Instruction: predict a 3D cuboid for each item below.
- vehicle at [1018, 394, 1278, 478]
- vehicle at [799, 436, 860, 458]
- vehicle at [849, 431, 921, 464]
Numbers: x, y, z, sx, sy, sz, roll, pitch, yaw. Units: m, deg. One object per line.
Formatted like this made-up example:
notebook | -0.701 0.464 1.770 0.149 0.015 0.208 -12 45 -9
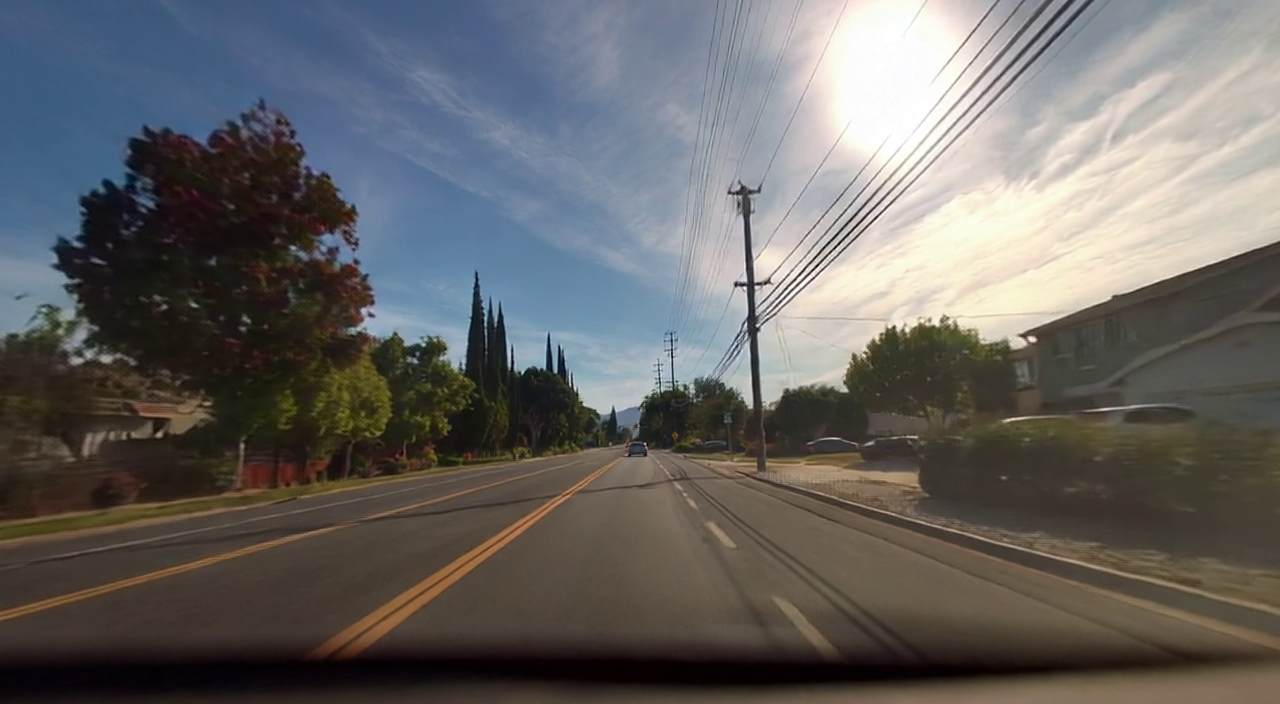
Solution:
vehicle | 13.031 2.205 16.452 4.905 2.056 2.058 0 -9 0
vehicle | 14.174 7.111 47.215 3.855 1.548 1.937 0 -8 -8
vehicle | 12.203 4.782 31.643 1.846 1.523 4.492 0 -8 1
